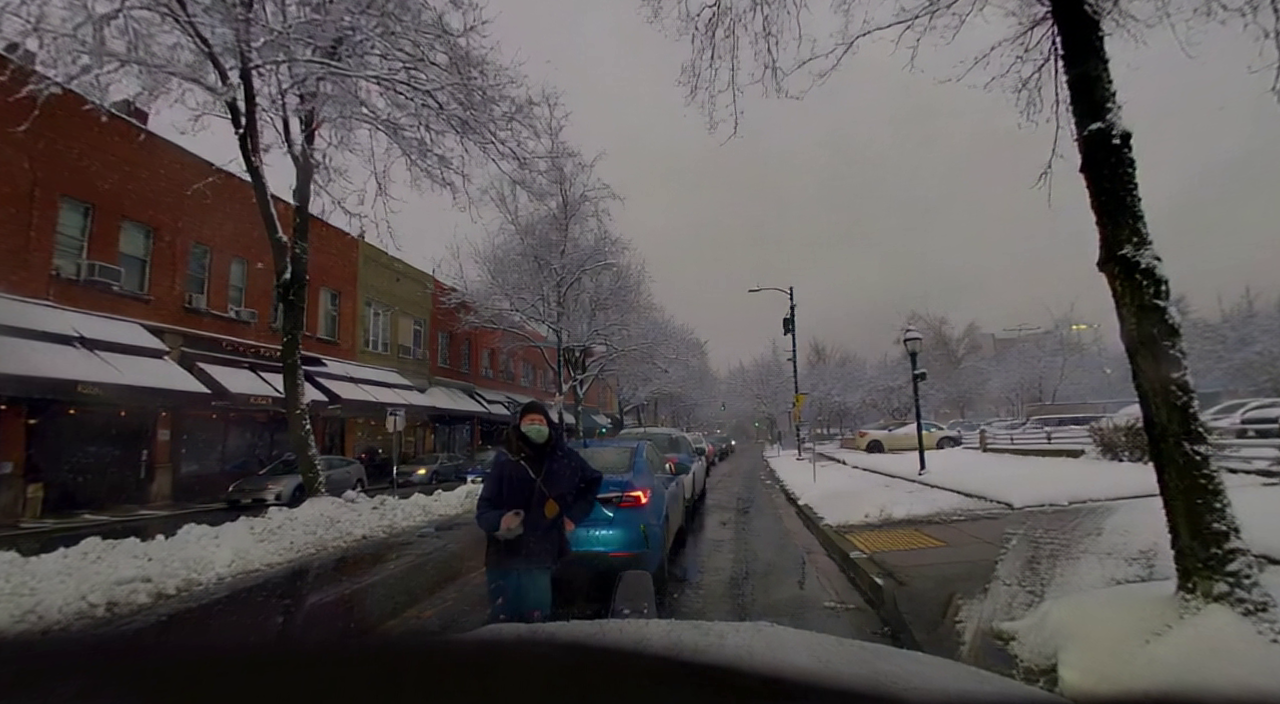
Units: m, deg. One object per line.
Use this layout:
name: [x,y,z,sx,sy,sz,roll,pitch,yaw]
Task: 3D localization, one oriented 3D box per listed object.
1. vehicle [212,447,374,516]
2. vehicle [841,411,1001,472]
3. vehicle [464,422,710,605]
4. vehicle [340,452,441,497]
vehicle: [-11.009,4.068,20.589,2.081,1.718,5.342,-6,-9,3]
vehicle: [9.011,2.829,20.220,4.558,1.528,1.915,-1,-8,-23]
vehicle: [-0.264,1.632,7.300,1.939,1.478,3.922,-1,-8,9]
vehicle: [-10.261,5.032,26.280,1.826,1.432,4.556,-7,-9,8]
